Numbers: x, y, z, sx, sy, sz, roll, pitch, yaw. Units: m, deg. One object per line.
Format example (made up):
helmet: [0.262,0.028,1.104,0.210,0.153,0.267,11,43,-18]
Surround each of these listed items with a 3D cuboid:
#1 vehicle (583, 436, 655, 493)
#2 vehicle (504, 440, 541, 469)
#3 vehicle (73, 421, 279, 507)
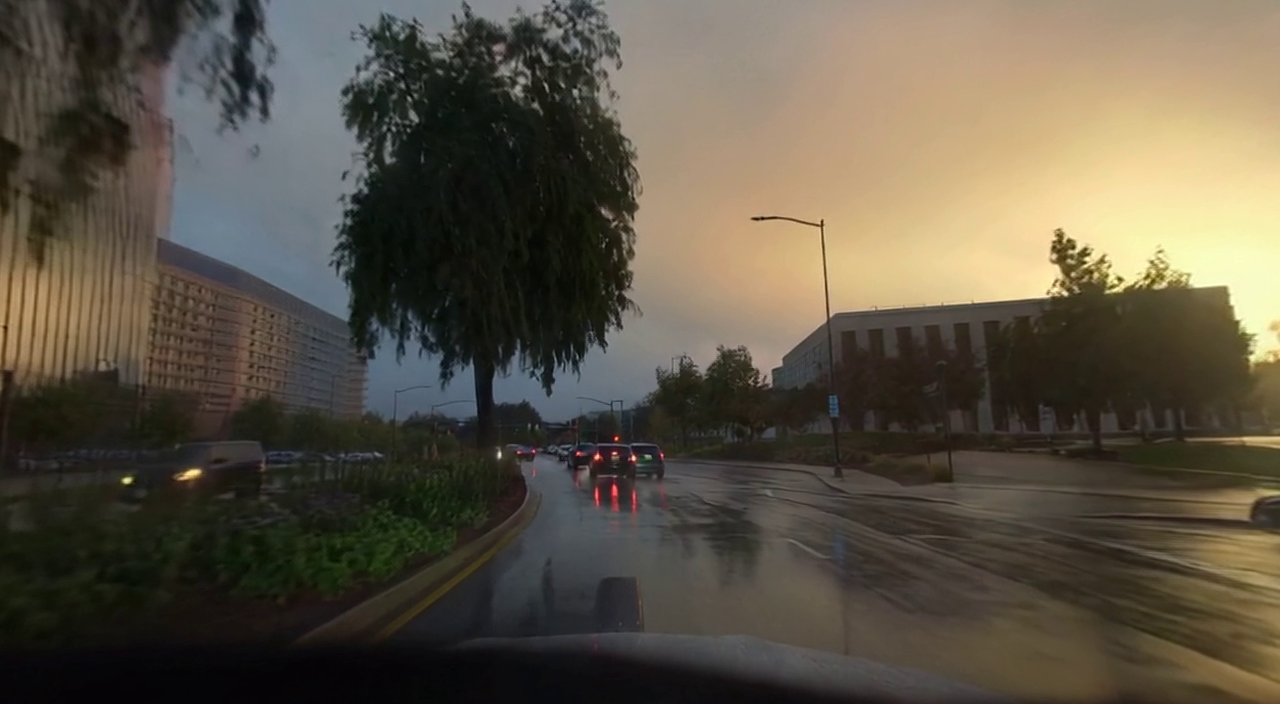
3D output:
vehicle: [-0.636,3.716,21.171,2.183,1.675,4.319,0,-9,0]
vehicle: [-7.656,6.600,40.623,2.121,1.728,4.161,2,-9,-13]
vehicle: [-13.066,3.372,18.372,2.334,1.945,5.298,6,-13,-7]
